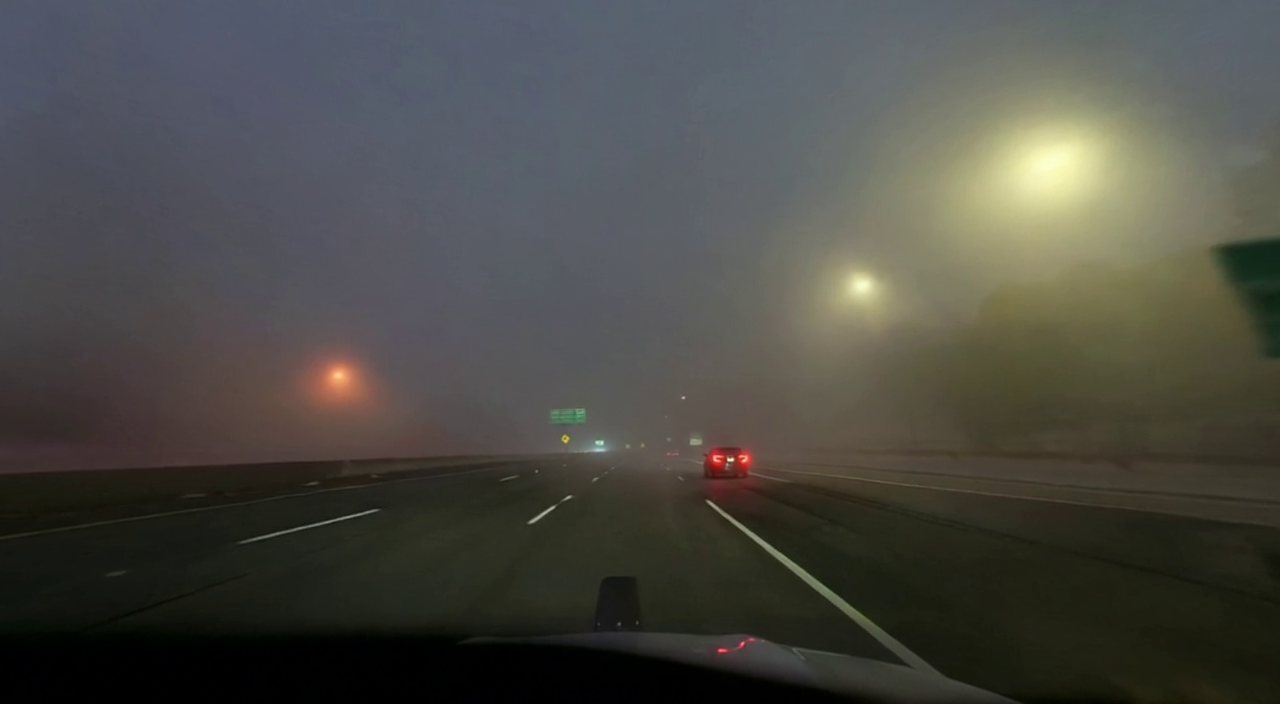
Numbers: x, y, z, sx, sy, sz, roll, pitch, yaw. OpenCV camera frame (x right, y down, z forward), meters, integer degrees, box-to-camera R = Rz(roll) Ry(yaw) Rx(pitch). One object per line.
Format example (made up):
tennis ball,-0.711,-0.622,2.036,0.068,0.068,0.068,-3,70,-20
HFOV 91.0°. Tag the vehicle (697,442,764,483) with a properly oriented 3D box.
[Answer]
vehicle,3.547,4.438,25.495,2.033,1.501,4.398,0,-9,-1
